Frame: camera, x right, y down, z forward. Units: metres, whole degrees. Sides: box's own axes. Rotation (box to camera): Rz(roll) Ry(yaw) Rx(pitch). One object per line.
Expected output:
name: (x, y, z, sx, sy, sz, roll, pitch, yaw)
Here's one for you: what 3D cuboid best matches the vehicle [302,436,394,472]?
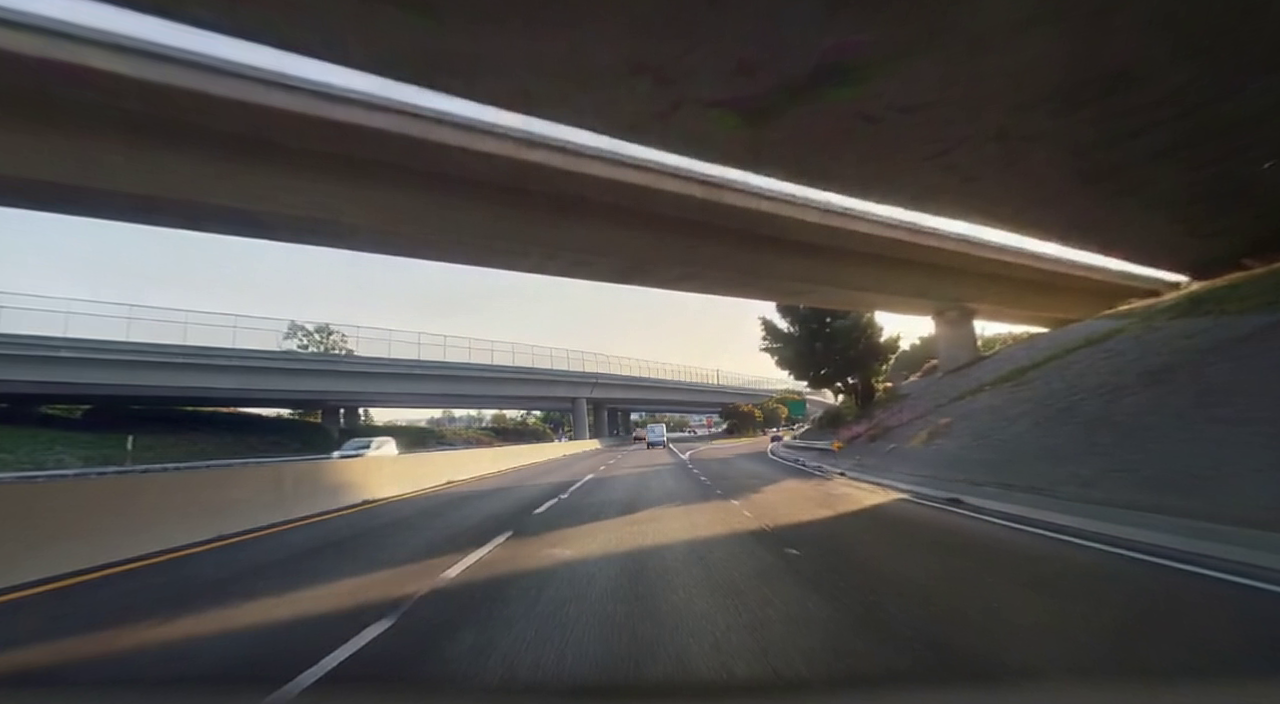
vehicle: (-12.823, 4.474, 27.942, 1.910, 1.479, 4.408, 0, -8, 0)
